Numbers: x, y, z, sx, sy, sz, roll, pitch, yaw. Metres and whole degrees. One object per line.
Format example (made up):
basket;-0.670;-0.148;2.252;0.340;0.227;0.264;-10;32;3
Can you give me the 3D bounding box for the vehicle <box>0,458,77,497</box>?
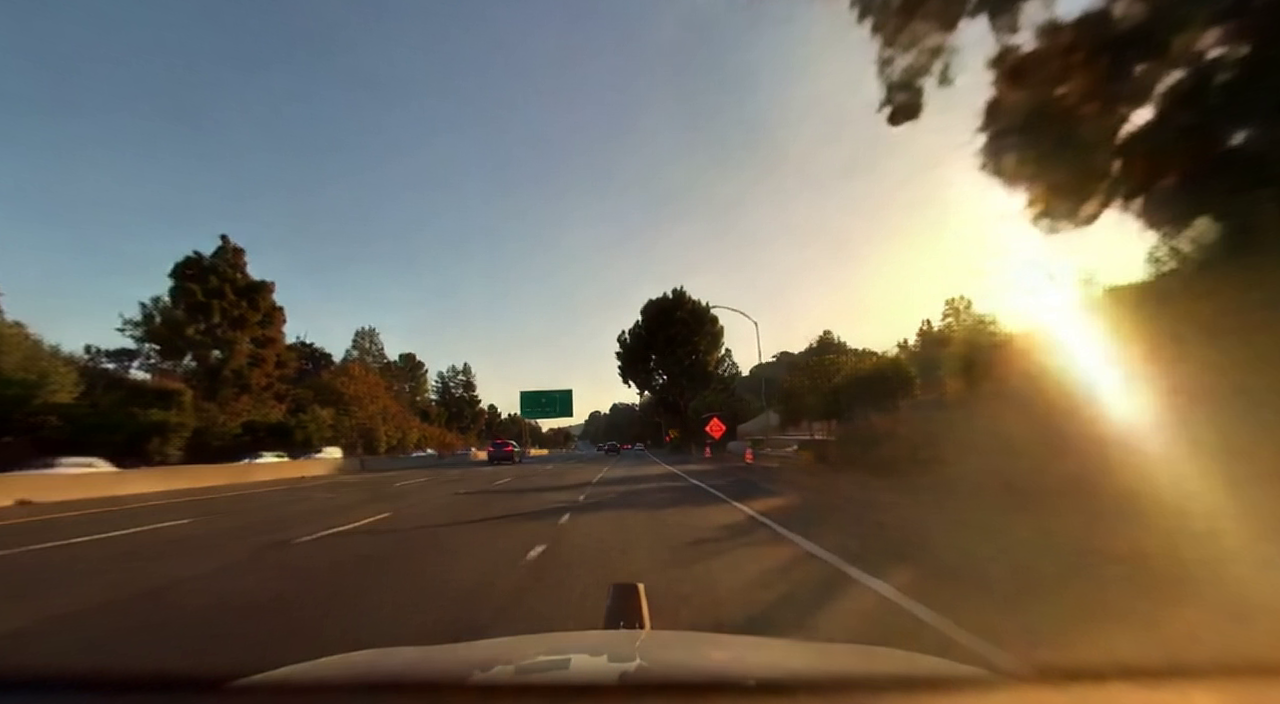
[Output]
vehicle;-25.098;4.963;25.127;1.831;1.410;3.862;0;-9;-1
